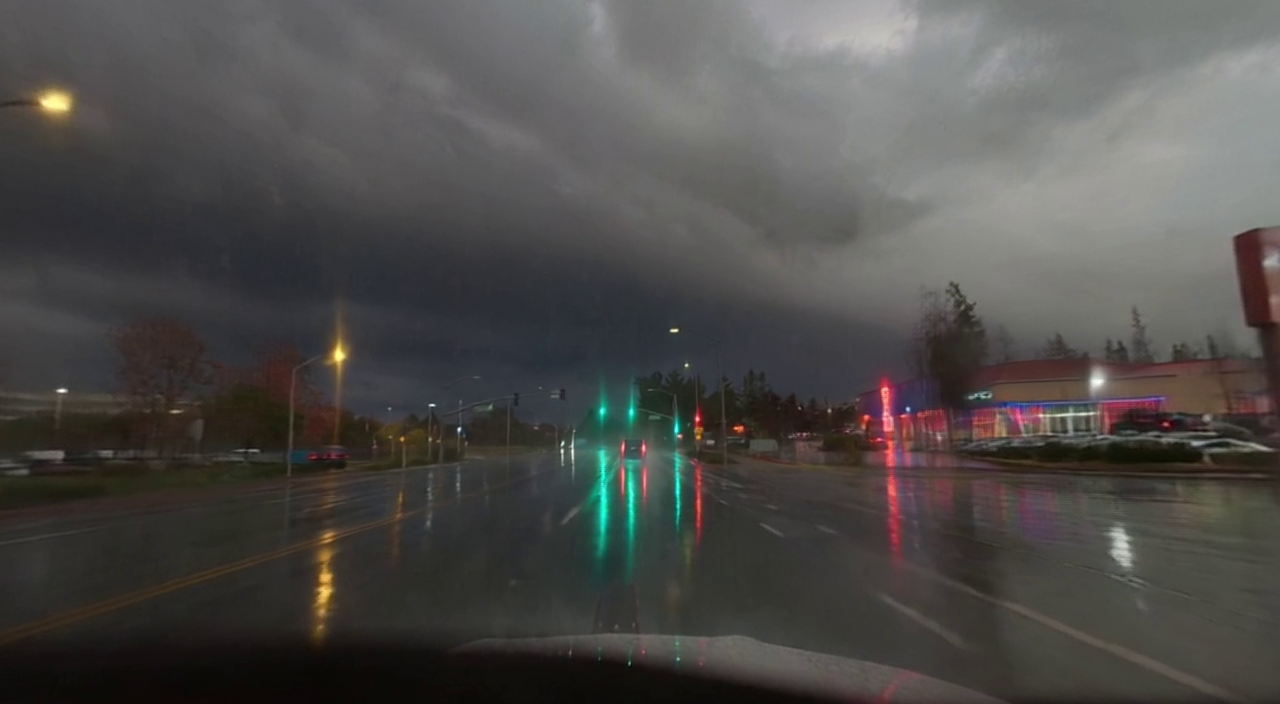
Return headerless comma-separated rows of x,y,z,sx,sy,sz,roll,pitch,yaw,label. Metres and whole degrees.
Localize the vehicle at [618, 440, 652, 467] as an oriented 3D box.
-0.343,6.497,40.535,2.024,1.628,4.774,0,-8,-1,vehicle
